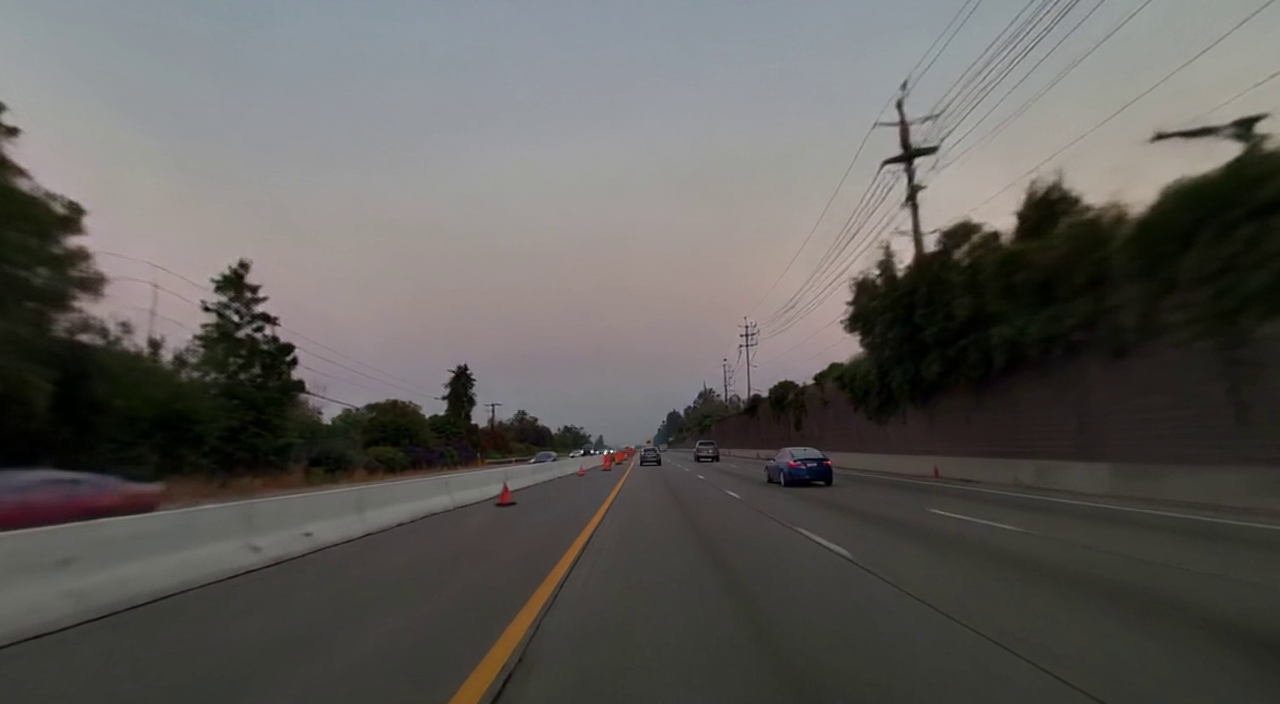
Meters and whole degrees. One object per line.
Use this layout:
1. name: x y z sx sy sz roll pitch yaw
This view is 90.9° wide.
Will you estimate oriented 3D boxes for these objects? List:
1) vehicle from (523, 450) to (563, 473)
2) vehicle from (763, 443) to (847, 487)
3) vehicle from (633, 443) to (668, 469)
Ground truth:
1. vehicle: -6.931 7.841 45.419 1.971 1.515 4.381 -1 -8 3
2. vehicle: 5.716 3.943 22.345 1.881 1.409 4.016 0 -8 0
3. vehicle: 0.696 6.723 40.962 2.096 1.583 4.150 0 -8 1
